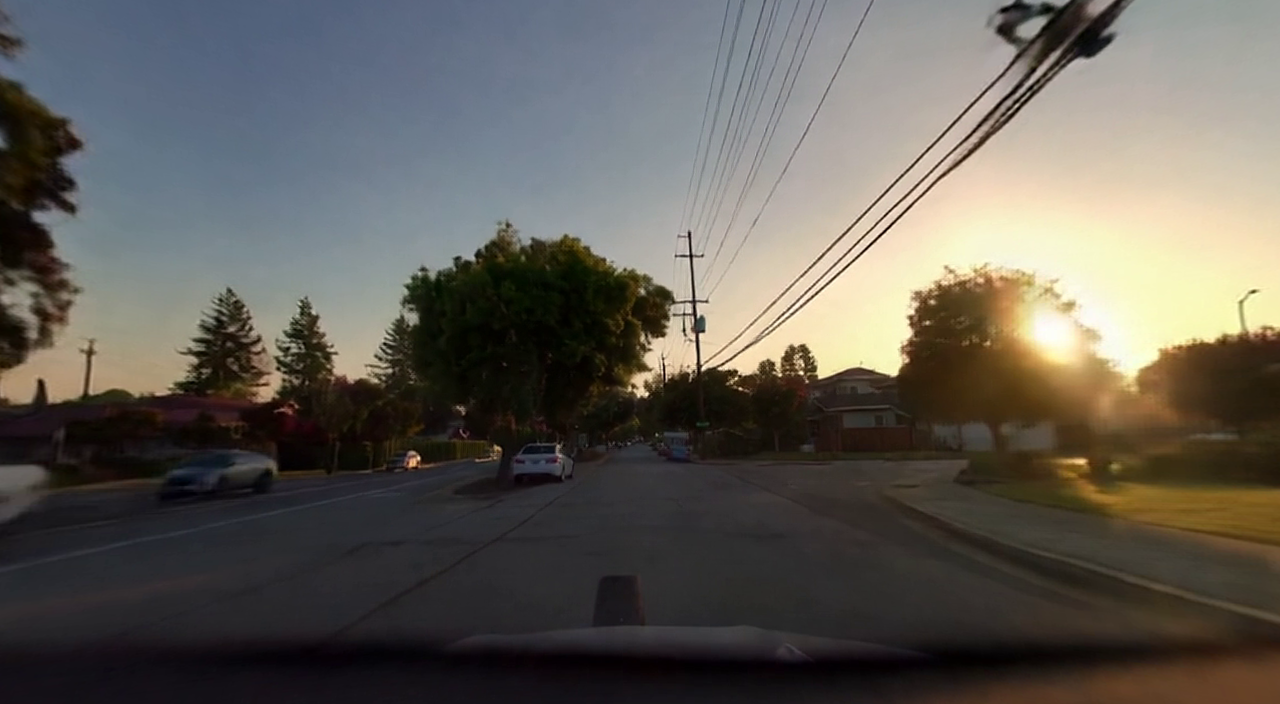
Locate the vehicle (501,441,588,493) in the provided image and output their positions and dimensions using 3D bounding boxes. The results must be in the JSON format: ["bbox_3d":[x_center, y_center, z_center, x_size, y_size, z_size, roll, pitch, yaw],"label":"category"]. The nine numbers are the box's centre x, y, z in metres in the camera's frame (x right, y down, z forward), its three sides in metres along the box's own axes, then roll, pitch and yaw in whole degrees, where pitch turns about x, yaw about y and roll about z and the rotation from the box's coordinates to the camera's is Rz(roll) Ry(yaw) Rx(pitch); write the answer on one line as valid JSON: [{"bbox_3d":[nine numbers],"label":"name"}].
[{"bbox_3d":[-2.966,3.669,20.647,2.041,1.471,4.602,0,-8,1],"label":"vehicle"}]

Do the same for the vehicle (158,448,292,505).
[{"bbox_3d":[-14.330,4.261,22.188,1.942,1.732,4.376,1,-8,-4],"label":"vehicle"}]
